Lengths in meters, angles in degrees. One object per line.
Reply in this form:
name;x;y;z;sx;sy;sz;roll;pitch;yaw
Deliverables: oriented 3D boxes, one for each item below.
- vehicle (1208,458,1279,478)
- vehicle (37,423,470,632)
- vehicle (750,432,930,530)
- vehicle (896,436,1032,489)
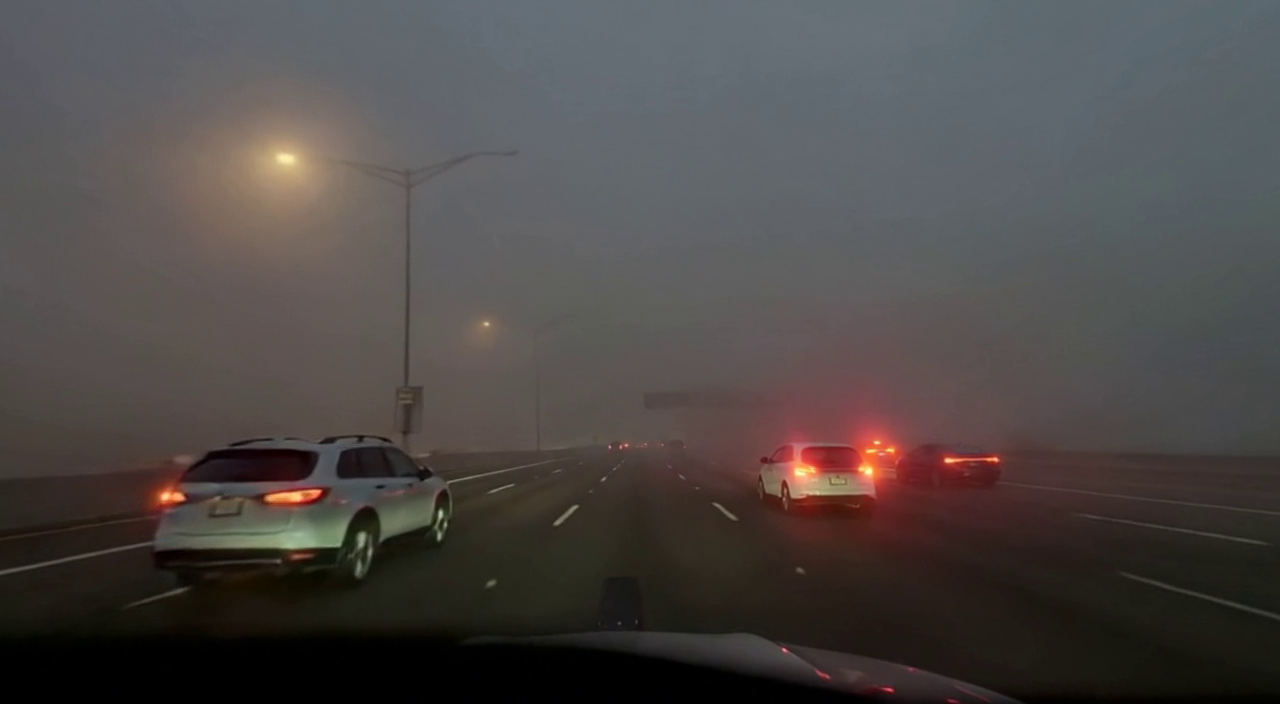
vehicle;44.214;8.444;46.043;3.765;1.422;1.794;0;-9;1
vehicle;-3.467;1.632;6.914;1.975;1.536;4.295;0;-9;1
vehicle;3.463;2.309;11.877;1.961;1.504;4.094;0;-9;-1
vehicle;10.323;3.553;20.578;2.019;1.529;4.385;0;-9;-1
